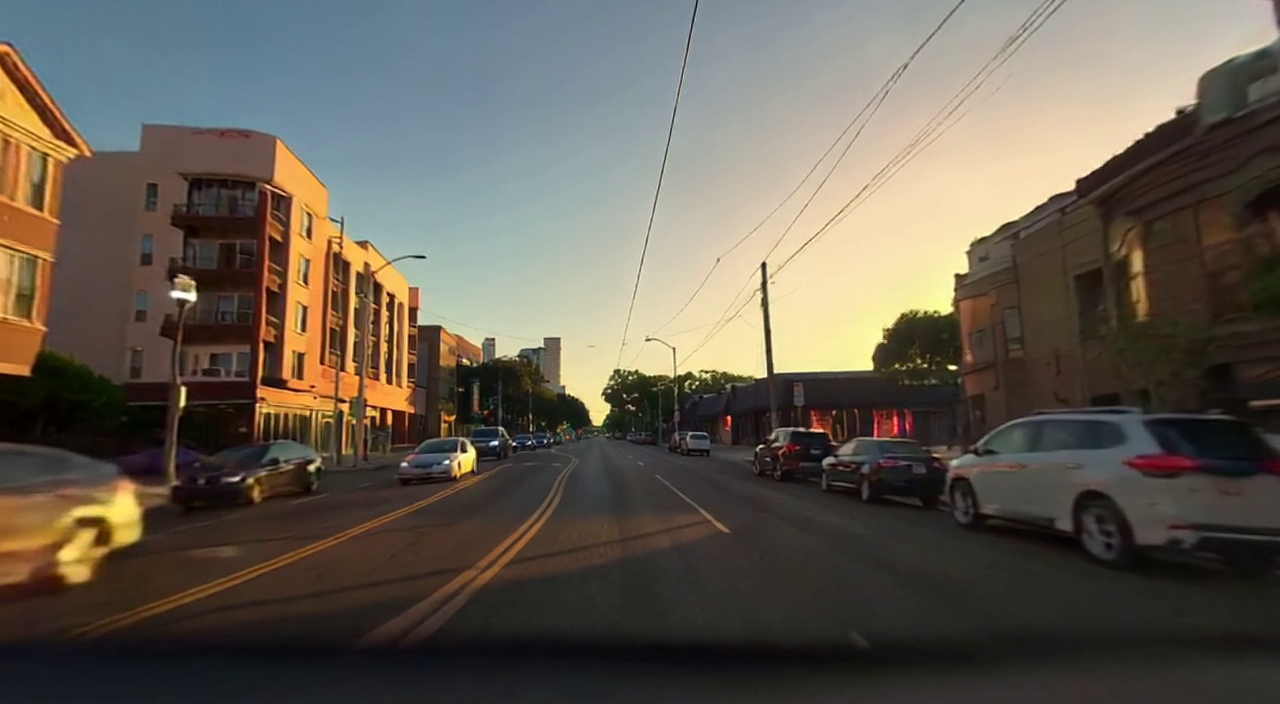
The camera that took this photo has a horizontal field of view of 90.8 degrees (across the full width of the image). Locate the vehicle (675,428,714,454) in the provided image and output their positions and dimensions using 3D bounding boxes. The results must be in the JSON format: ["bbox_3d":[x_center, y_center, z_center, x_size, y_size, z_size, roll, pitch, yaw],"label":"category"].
[{"bbox_3d":[3.499,5.830,41.358,1.957,1.572,4.418,0,-8,-3],"label":"vehicle"}]

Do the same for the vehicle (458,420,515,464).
[{"bbox_3d":[-7.430,4.436,31.107,1.937,1.944,4.640,0,-8,-4],"label":"vehicle"}]

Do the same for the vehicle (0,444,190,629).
[{"bbox_3d":[-6.070,1.501,5.123,1.803,1.472,4.164,0,-8,-1],"label":"vehicle"}]

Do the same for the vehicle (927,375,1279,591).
[{"bbox_3d":[5.888,1.515,8.153,1.945,1.931,4.778,0,-8,-2],"label":"vehicle"}]

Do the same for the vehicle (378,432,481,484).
[{"bbox_3d":[-6.668,3.400,20.538,2.095,1.493,4.216,0,-8,-3],"label":"vehicle"}]

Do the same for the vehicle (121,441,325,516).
[{"bbox_3d":[-9.672,2.923,15.226,2.012,1.514,4.450,0,-8,-3],"label":"vehicle"}]

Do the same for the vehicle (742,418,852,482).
[{"bbox_3d":[4.906,3.192,20.700,2.059,1.804,5.182,0,-8,-3],"label":"vehicle"}]

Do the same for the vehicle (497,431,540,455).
[{"bbox_3d":[-7.808,5.941,41.142,2.052,1.481,4.248,0,-8,-1],"label":"vehicle"}]

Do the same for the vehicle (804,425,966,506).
[{"bbox_3d":[5.390,2.540,14.604,1.915,1.569,4.117,0,-8,-3],"label":"vehicle"}]
